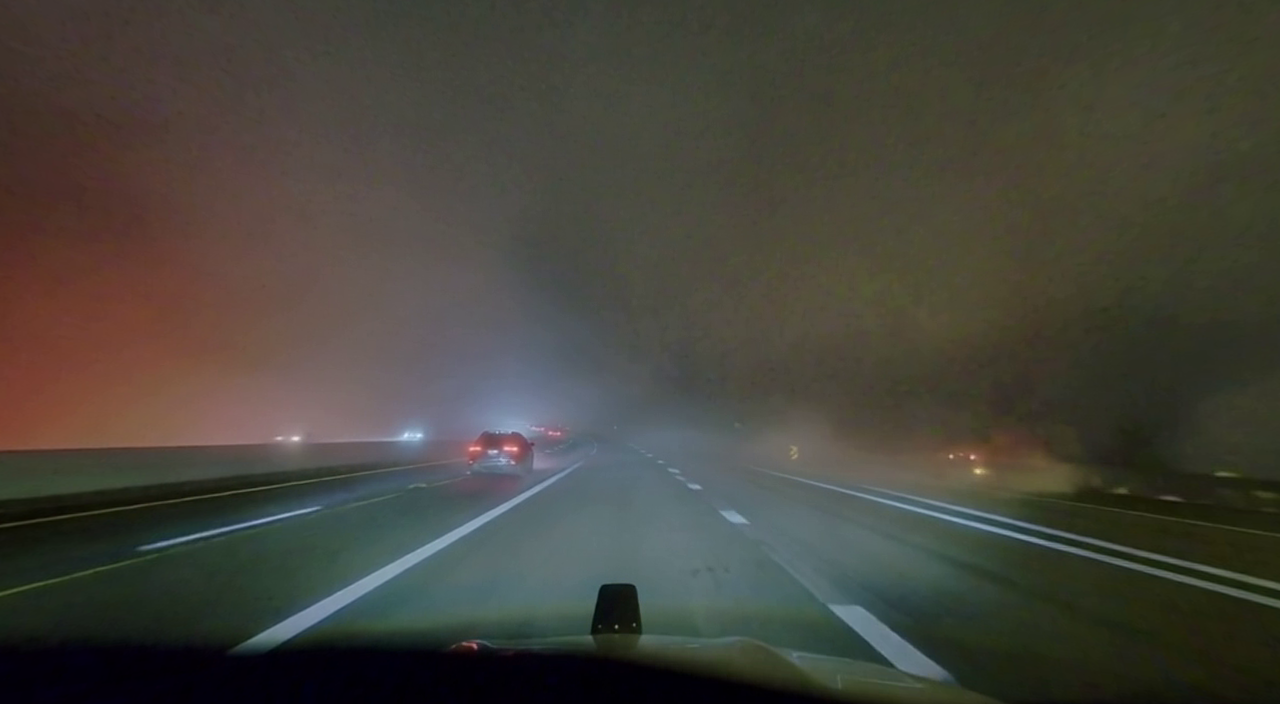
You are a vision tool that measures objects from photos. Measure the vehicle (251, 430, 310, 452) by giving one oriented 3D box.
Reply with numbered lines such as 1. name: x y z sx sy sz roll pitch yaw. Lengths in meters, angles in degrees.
1. vehicle: -24.713 6.123 43.367 1.782 1.475 4.029 0 -8 -1

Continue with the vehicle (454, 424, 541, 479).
1. vehicle: -4.365 3.109 19.914 1.878 1.548 3.966 0 -8 -1
